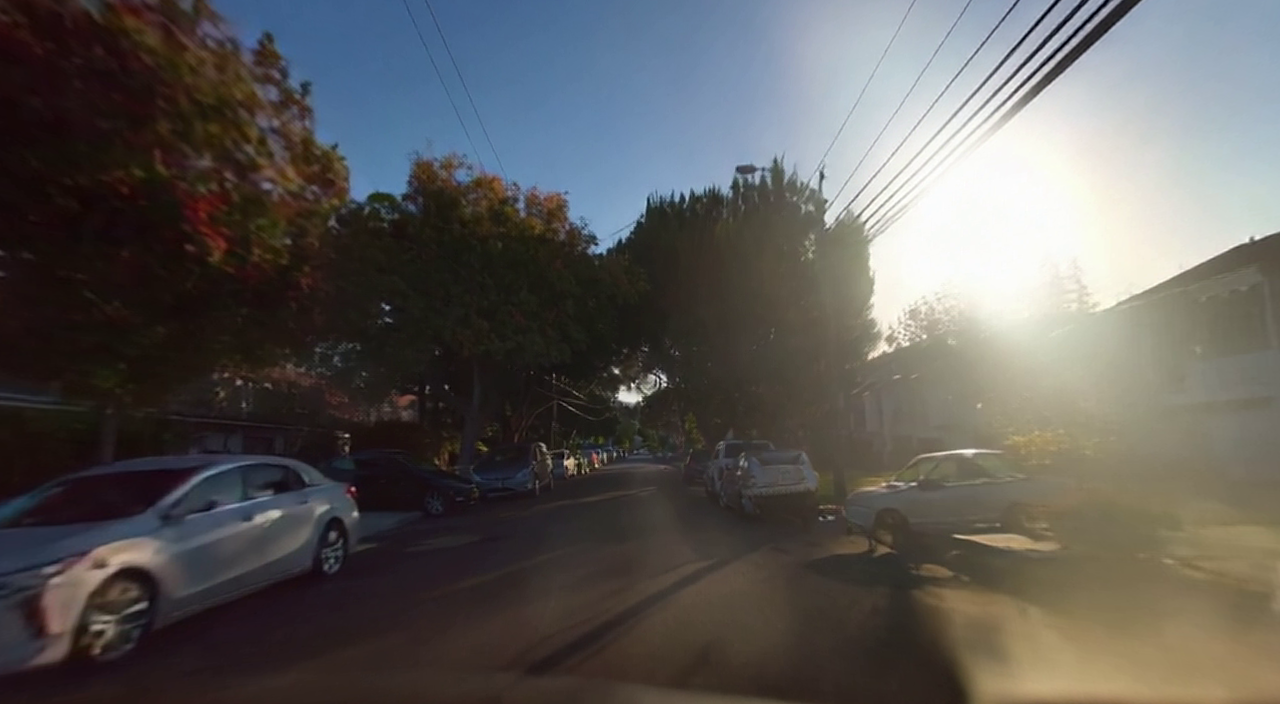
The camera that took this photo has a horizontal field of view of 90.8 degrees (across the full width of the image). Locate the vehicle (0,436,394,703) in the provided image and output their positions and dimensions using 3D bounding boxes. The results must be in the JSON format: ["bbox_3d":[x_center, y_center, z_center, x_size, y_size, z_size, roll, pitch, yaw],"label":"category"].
[{"bbox_3d":[-4.163,1.576,5.719,1.988,1.541,4.686,0,-8,0],"label":"vehicle"}]

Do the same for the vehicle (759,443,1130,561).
[{"bbox_3d":[4.212,2.104,9.301,4.471,1.493,1.886,0,-8,-2],"label":"vehicle"}]

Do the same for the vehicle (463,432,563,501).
[{"bbox_3d":[-4.031,3.720,21.063,2.280,1.953,5.092,0,-8,0],"label":"vehicle"}]
